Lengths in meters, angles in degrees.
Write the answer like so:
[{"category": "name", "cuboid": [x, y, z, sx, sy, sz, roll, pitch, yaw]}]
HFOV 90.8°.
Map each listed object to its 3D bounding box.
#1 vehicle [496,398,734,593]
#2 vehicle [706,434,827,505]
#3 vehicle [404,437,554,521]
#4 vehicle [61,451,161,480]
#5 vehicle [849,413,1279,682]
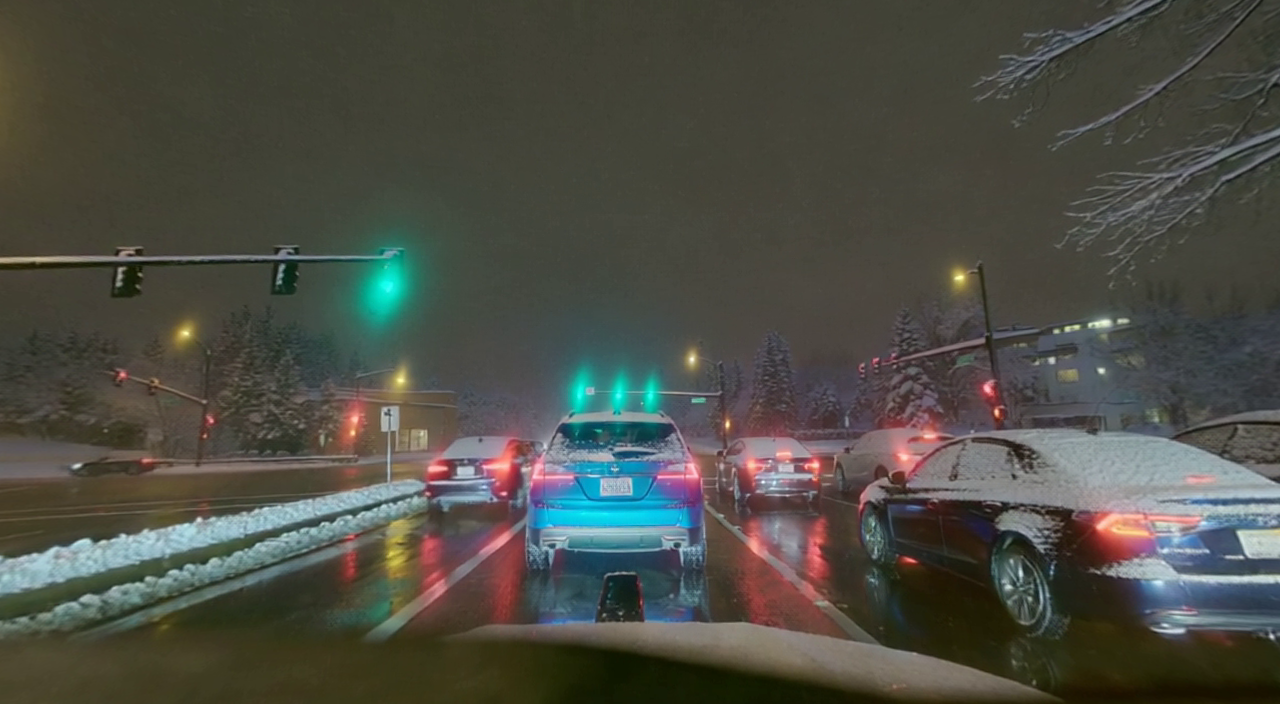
[{"category": "vehicle", "cuboid": [-0.277, 1.558, 7.630, 2.101, 1.707, 3.904, 0, -8, -2]}, {"category": "vehicle", "cuboid": [2.966, 2.857, 15.774, 1.950, 1.506, 4.086, 0, -8, -3]}, {"category": "vehicle", "cuboid": [-3.209, 2.619, 13.620, 2.077, 1.493, 4.281, 0, -9, 0]}, {"category": "vehicle", "cuboid": [-35.112, 7.518, 42.056, 4.446, 1.821, 2.276, 1, -8, -5]}, {"category": "vehicle", "cuboid": [3.601, 1.395, 5.690, 1.861, 1.478, 4.185, 0, -8, -2]}]
